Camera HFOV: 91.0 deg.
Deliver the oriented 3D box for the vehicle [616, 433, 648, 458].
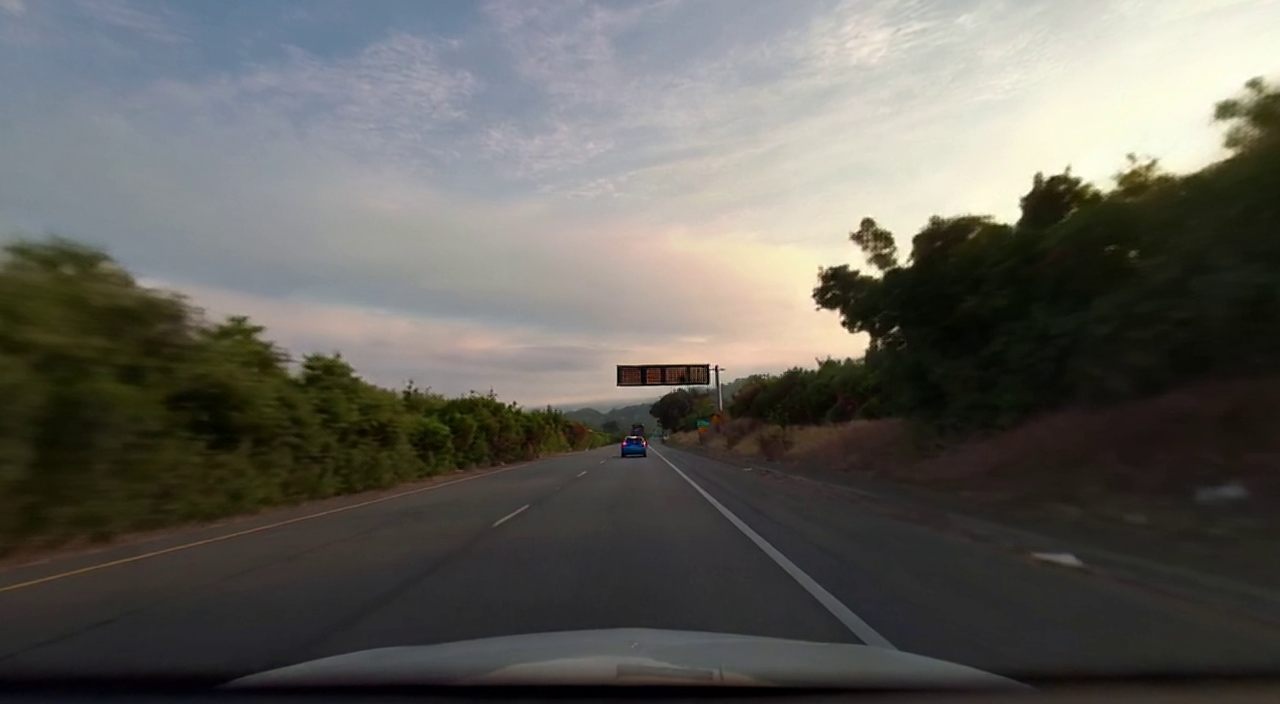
[{"bbox_3d":[-0.584,6.648,44.853,2.180,1.717,4.139,0,-8,-1],"label":"vehicle"}]
